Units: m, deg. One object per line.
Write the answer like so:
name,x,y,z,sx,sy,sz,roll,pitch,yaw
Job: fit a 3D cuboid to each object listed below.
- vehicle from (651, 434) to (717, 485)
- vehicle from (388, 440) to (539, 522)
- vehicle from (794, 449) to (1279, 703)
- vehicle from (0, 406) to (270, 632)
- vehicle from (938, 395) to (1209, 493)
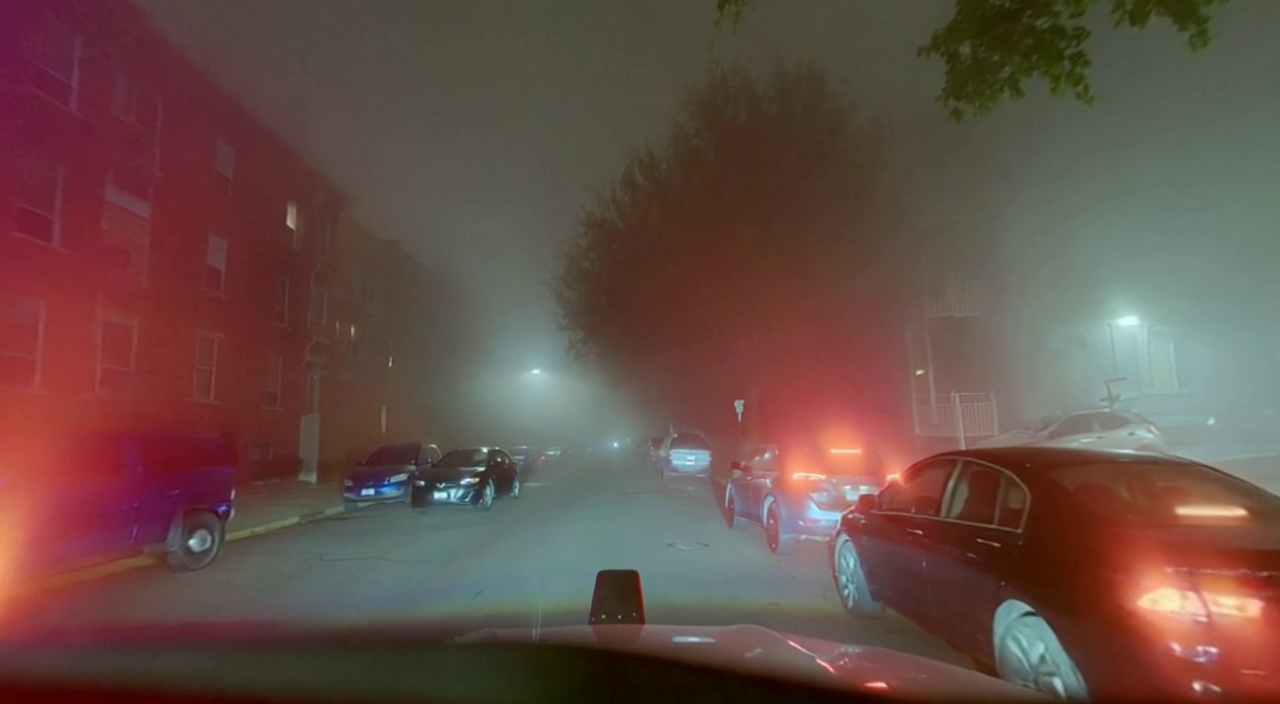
vehicle,1.501,3.898,23.204,1.878,1.664,4.033,1,-8,-4
vehicle,-3.680,2.749,14.148,1.966,1.515,4.394,0,-8,2
vehicle,2.387,1.262,3.708,1.720,1.333,4.233,0,-8,-3
vehicle,-6.591,1.636,6.409,2.308,1.877,6.060,-4,-8,-3
vehicle,9.316,2.037,13.911,4.416,1.784,1.929,-3,-10,-1
